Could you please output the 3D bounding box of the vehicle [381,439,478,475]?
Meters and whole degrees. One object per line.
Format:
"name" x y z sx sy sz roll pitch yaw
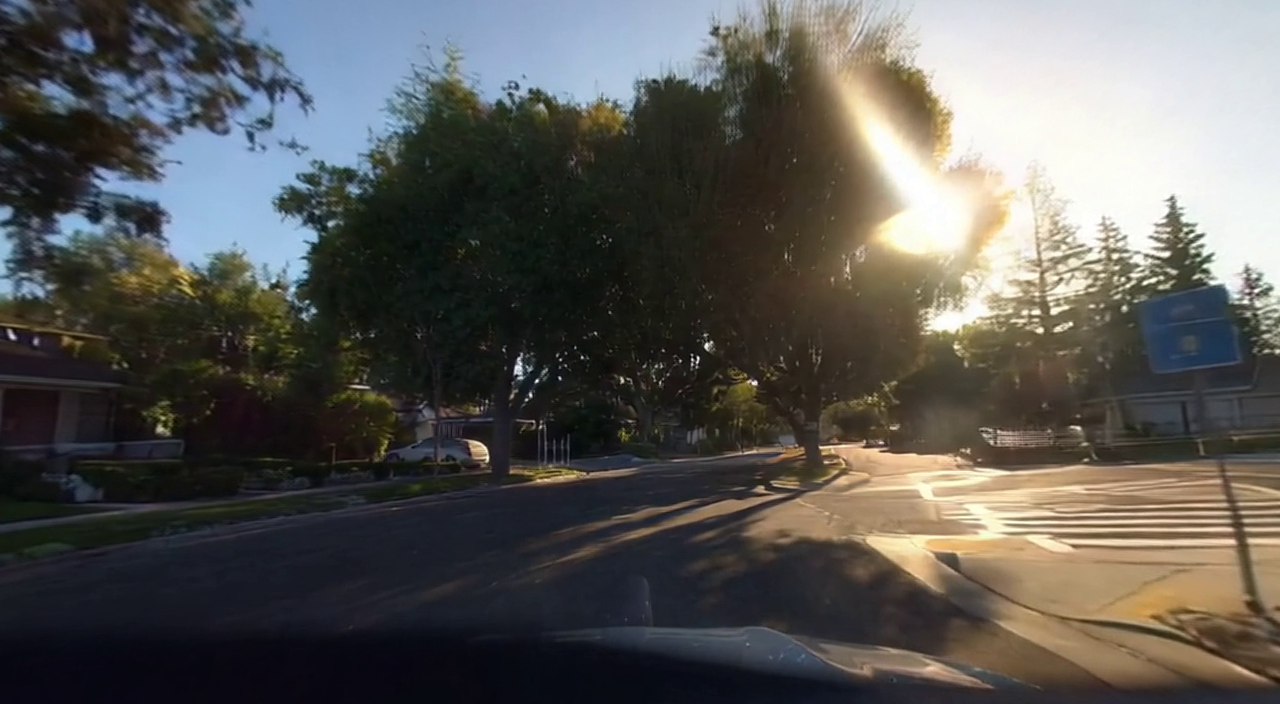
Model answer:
"vehicle" -10.248 5.164 31.037 4.252 1.681 1.854 2 -9 -12
